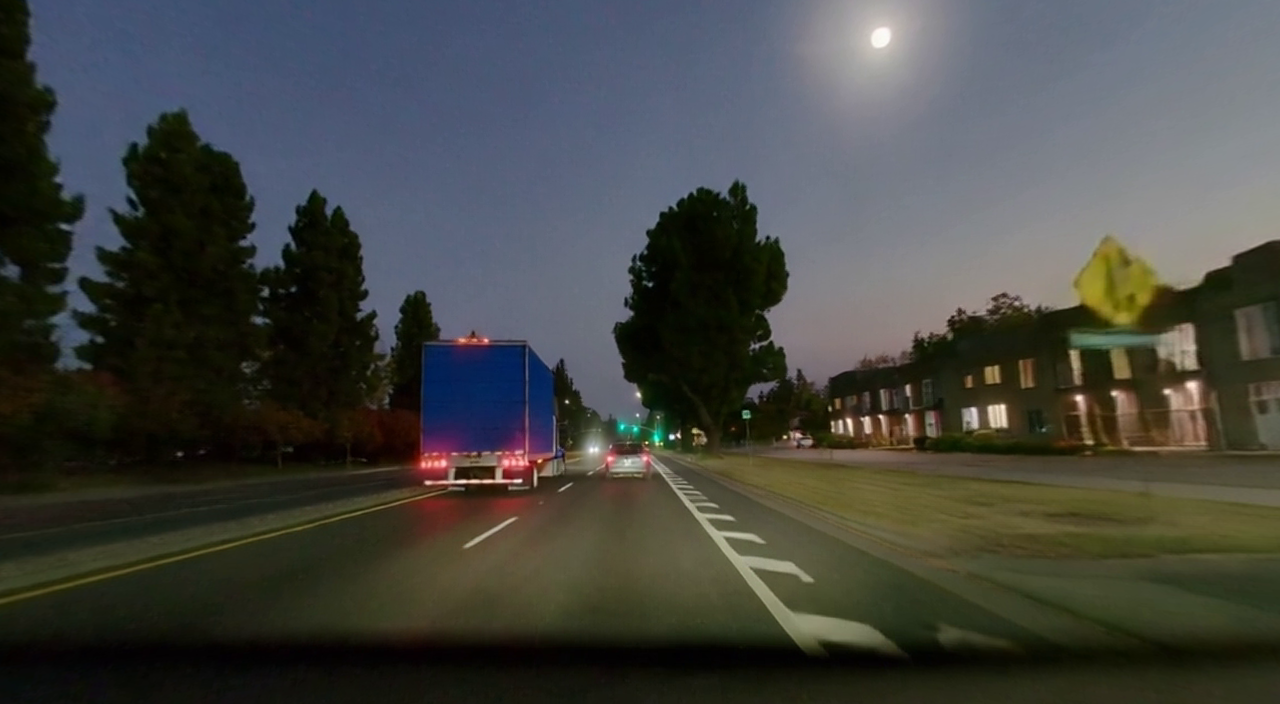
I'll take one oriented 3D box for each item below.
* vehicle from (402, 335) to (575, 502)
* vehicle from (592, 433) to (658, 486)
[{"bbox_3d":[-4.056,2.297,19.982,2.996,3.902,10.410,0,-8,-1],"label":"vehicle"},{"bbox_3d":[-0.494,3.704,22.026,2.094,1.682,3.866,0,-8,-1],"label":"vehicle"}]
